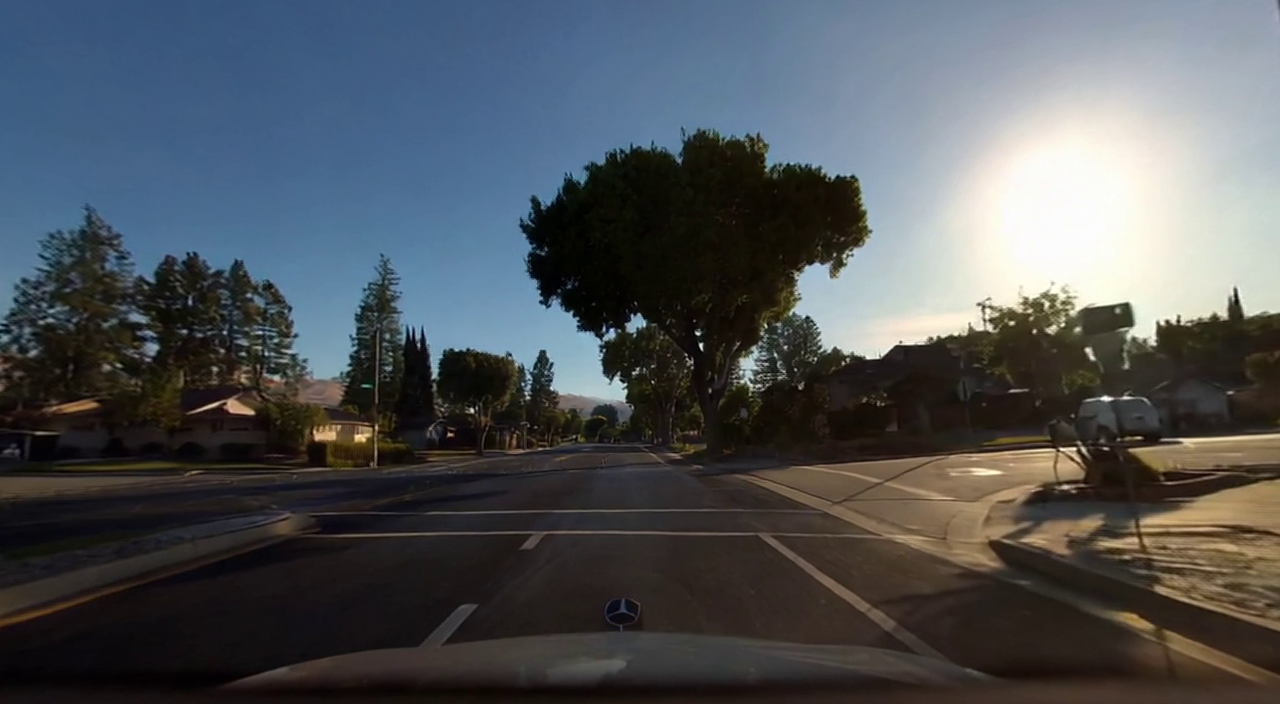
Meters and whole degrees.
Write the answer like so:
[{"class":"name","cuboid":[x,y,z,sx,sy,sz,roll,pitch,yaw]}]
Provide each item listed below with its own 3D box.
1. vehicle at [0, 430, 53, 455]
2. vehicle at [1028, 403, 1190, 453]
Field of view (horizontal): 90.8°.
[{"class":"vehicle","cuboid":[-40.253,5.825,40.408,1.803,1.422,3.596,0,-10,1]},{"class":"vehicle","cuboid":[18.345,3.032,24.910,4.698,1.583,2.081,2,-11,0]}]
